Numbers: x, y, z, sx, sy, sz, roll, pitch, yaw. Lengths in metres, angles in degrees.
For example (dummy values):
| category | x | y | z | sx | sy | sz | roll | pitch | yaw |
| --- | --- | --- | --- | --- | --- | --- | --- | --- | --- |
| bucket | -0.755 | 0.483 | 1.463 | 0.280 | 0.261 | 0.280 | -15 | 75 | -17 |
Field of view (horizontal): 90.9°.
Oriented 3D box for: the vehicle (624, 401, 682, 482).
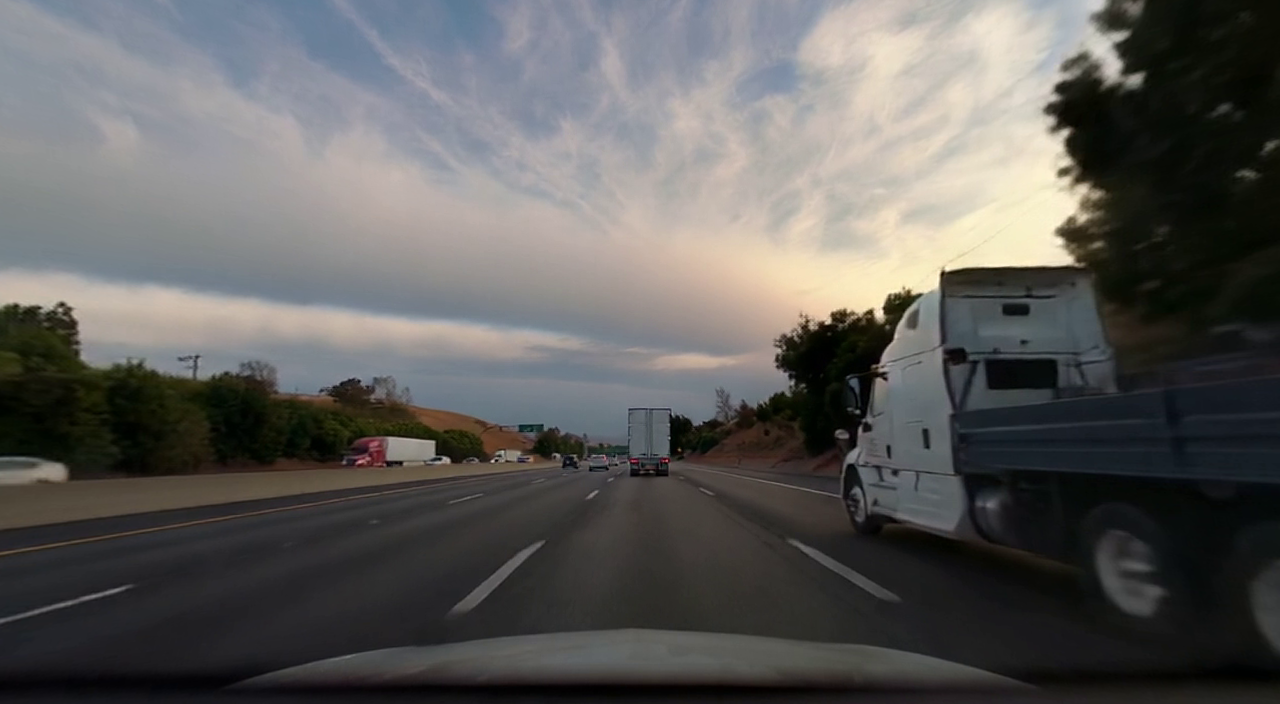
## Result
| category | x | y | z | sx | sy | sz | roll | pitch | yaw |
| --- | --- | --- | --- | --- | --- | --- | --- | --- | --- |
| vehicle | 0.549 | 5.458 | 37.995 | 2.875 | 4.056 | 12.312 | 0 | -9 | -1 |

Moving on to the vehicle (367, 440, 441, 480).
| category | x | y | z | sx | sy | sz | roll | pitch | yaw |
| --- | --- | --- | --- | --- | --- | --- | --- | --- | --- |
| vehicle | -18.063 | 8.296 | 48.772 | 2.845 | 2.784 | 7.224 | 0 | -9 | 1 |

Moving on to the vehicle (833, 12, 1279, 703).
| category | x | y | z | sx | sy | sz | roll | pitch | yaw |
| --- | --- | --- | --- | --- | --- | --- | --- | --- | --- |
| vehicle | 4.638 | 0.540 | 5.933 | 2.874 | 3.635 | 8.115 | 0 | -9 | -1 |

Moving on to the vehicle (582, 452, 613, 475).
| category | x | y | z | sx | sy | sz | roll | pitch | yaw |
| --- | --- | --- | --- | --- | --- | --- | --- | --- | --- |
| vehicle | -3.111 | 8.302 | 47.065 | 2.061 | 1.555 | 3.900 | 0 | -9 | 0 |
